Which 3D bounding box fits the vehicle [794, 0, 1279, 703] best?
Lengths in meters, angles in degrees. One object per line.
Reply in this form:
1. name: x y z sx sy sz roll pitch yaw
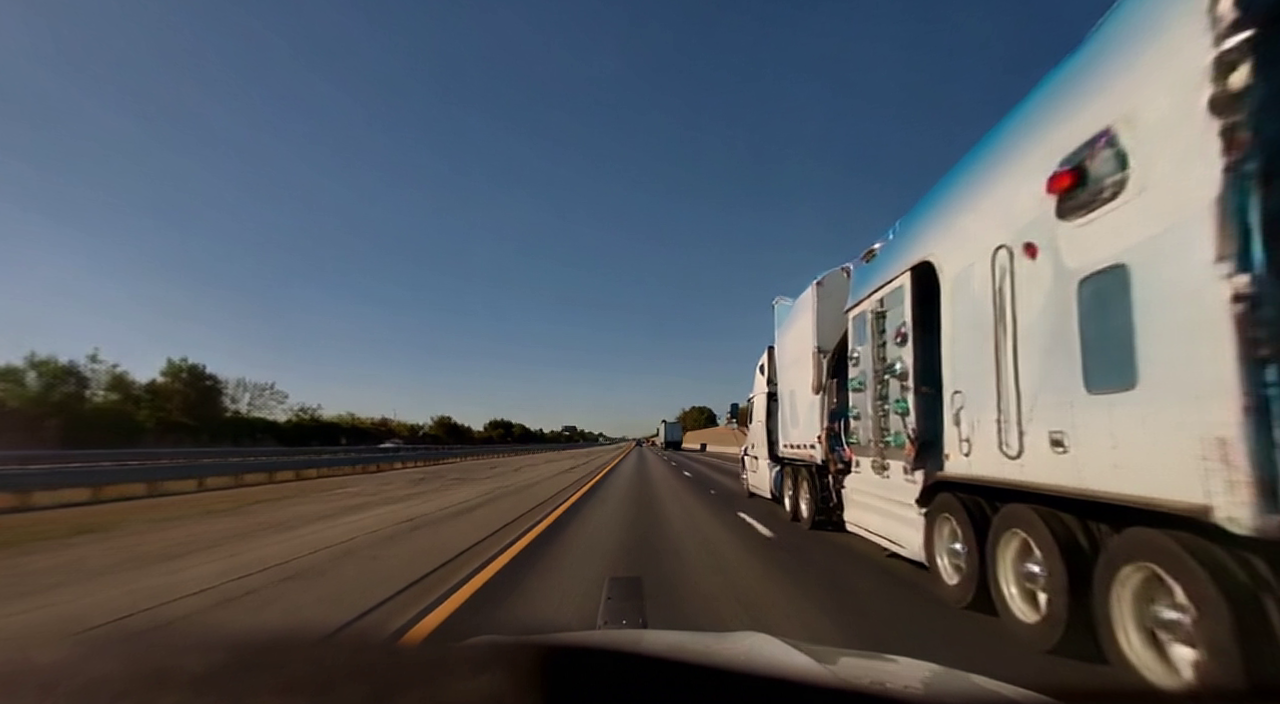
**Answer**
1. vehicle: 4.026 -0.222 1.974 2.976 4.114 16.788 0 -8 0
